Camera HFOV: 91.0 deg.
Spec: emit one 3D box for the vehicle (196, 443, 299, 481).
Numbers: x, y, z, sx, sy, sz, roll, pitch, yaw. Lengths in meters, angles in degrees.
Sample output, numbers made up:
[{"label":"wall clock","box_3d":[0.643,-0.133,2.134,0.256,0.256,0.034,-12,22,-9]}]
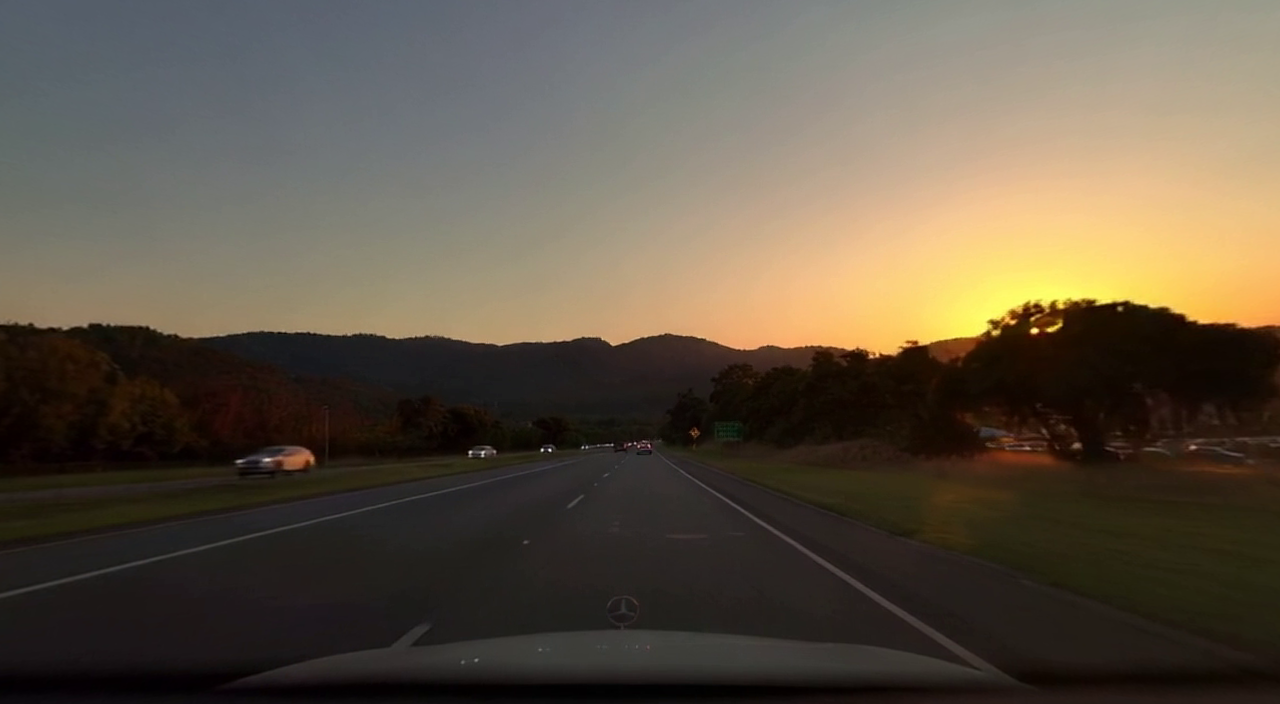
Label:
[{"label":"vehicle","box_3d":[-19.241,5.406,31.185,1.988,1.732,4.634,0,-9,2]}]
